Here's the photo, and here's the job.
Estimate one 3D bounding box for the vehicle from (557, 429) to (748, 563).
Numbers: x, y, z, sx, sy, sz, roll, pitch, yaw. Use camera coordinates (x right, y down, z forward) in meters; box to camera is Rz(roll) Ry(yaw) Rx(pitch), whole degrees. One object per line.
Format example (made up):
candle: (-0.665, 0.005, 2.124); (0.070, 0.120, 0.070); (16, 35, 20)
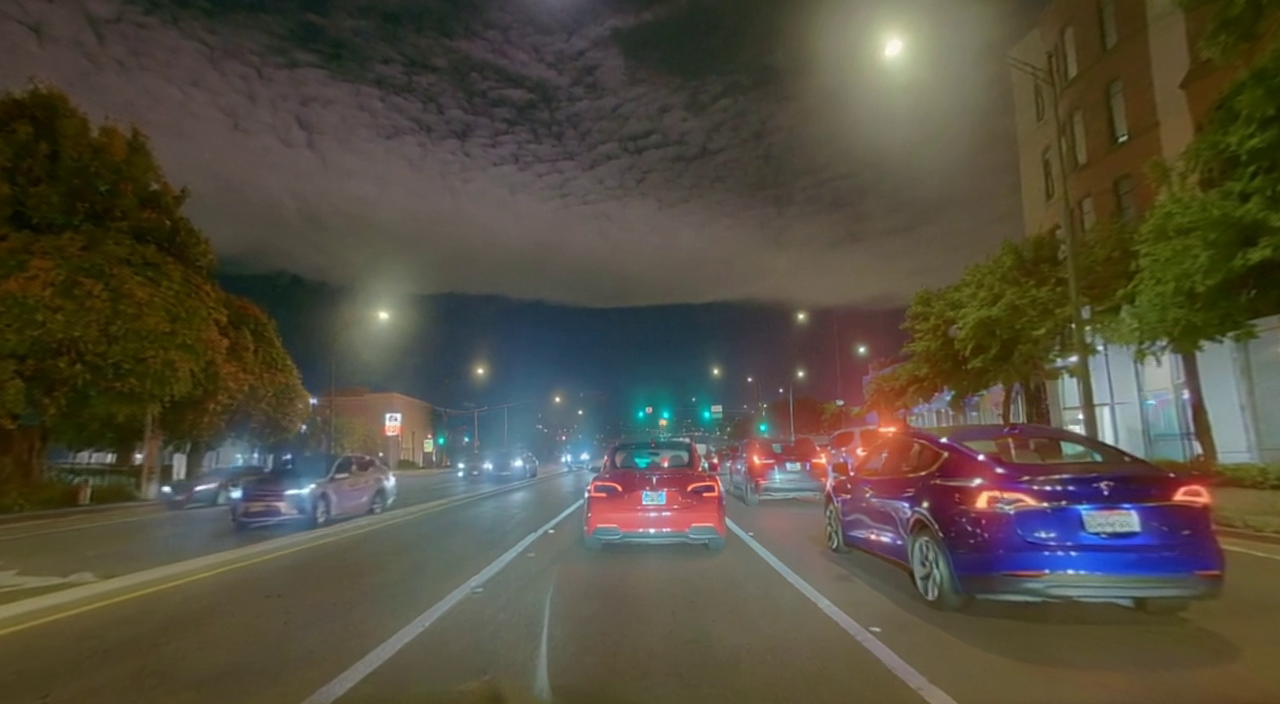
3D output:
vehicle: (0.148, 1.915, 9.116); (2.137, 1.488, 3.938); (0, -8, 0)

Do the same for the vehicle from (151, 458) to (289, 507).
vehicle: (-14.912, 4.630, 22.717); (1.999, 1.462, 4.200); (0, -8, 1)

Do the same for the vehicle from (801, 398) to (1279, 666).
vehicle: (3.215, 1.447, 6.226); (2.038, 1.651, 4.455); (0, -8, 0)

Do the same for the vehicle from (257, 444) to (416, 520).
vehicle: (-7.591, 3.236, 16.351); (1.968, 1.682, 4.213); (0, -8, 1)

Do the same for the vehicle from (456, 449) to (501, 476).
vehicle: (-10.423, 7.149, 40.944); (1.690, 1.628, 4.281); (0, -8, 1)

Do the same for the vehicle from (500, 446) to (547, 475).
vehicle: (-7.421, 6.962, 40.730); (2.036, 1.705, 4.520); (0, -8, 2)
